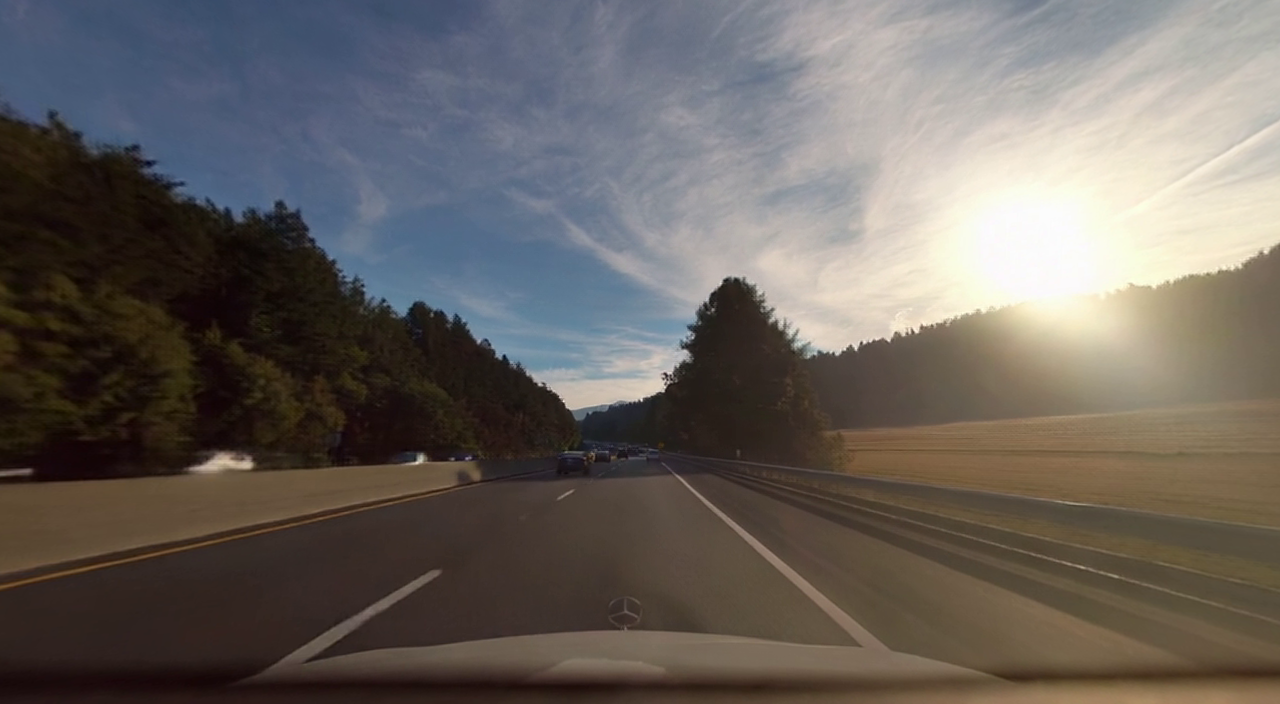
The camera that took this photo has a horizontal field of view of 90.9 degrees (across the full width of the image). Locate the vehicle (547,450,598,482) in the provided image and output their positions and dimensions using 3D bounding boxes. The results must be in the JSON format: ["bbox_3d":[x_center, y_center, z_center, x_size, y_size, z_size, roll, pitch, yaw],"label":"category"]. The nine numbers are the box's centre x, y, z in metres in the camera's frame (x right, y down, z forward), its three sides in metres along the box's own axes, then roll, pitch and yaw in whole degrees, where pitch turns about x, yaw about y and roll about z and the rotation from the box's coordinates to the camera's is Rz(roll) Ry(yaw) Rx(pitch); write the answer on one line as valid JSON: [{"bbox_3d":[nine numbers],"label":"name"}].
[{"bbox_3d":[-3.291,5.629,31.408,1.970,1.483,4.097,-1,-9,1],"label":"vehicle"}]

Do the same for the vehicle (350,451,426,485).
[{"bbox_3d":[-12.620,5.807,31.869,1.963,1.555,4.441,-1,-9,0],"label":"vehicle"}]

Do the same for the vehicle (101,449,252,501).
[{"bbox_3d":[-16.595,4.406,22.953,2.005,1.675,4.529,-1,-9,1],"label":"vehicle"}]
